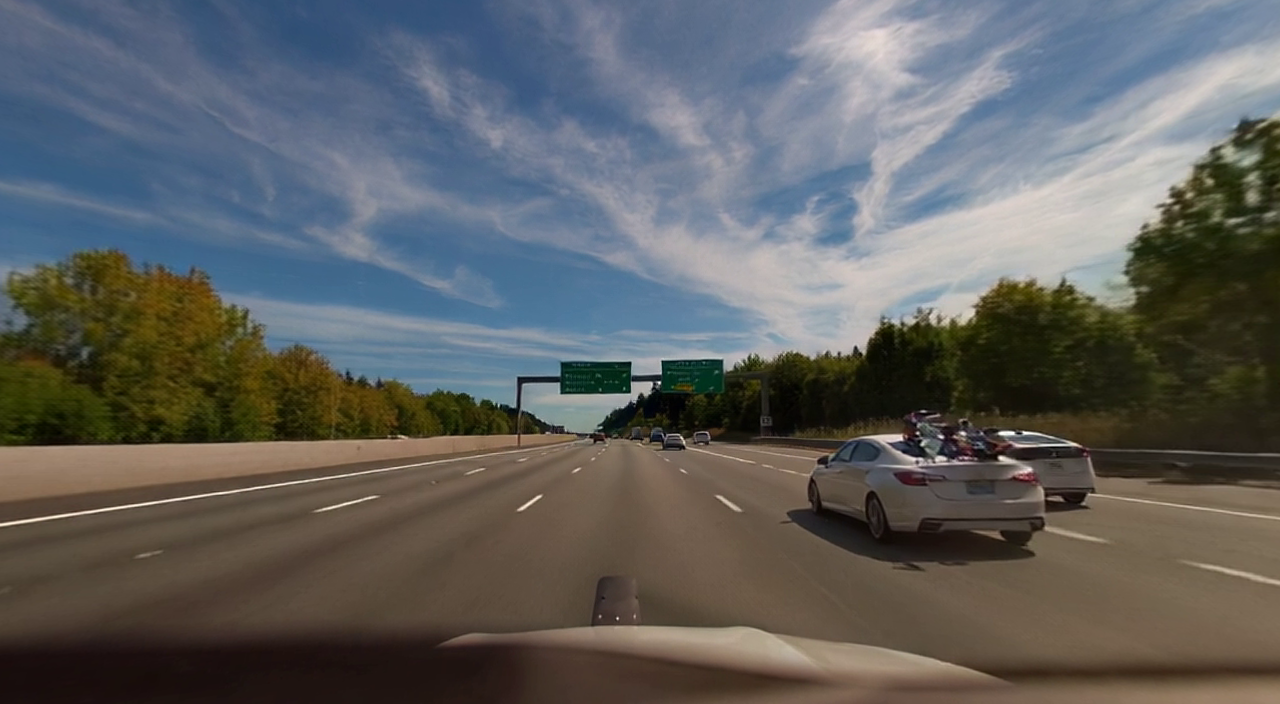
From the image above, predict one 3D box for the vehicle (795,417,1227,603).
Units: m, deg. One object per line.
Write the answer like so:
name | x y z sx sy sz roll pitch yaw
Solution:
vehicle | 3.506 1.540 7.300 2.094 1.441 4.568 0 -8 -3
